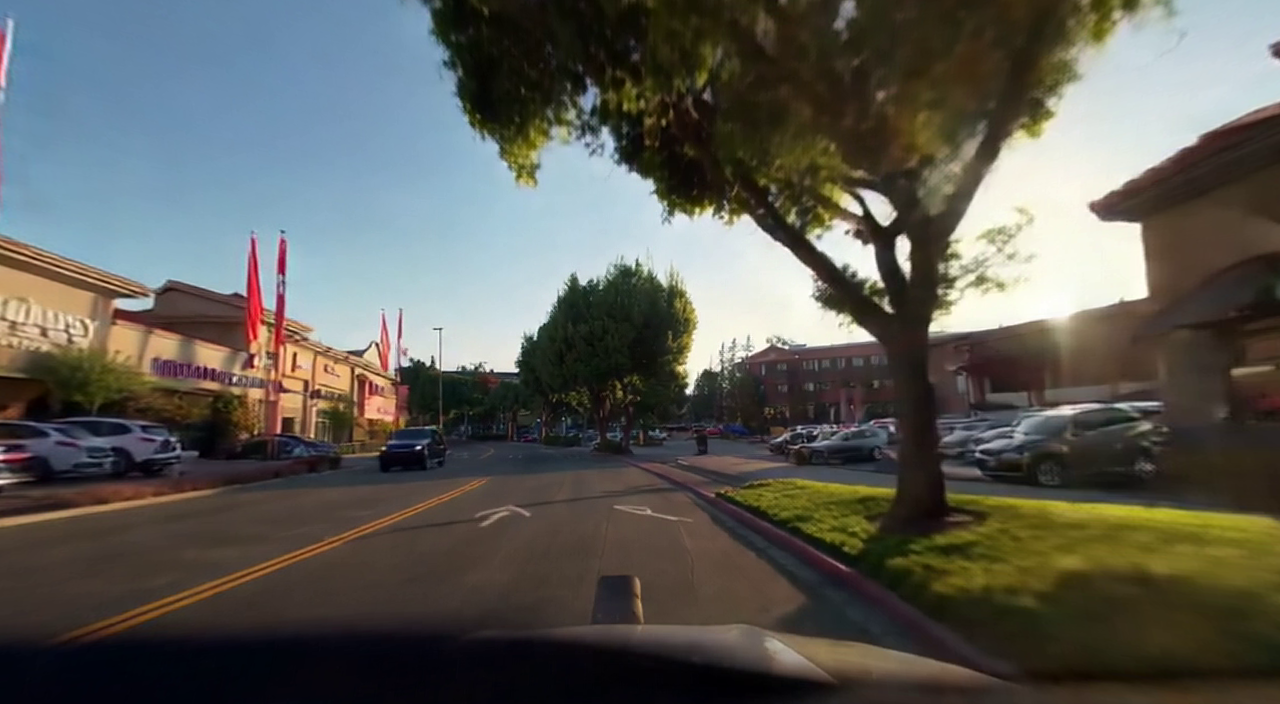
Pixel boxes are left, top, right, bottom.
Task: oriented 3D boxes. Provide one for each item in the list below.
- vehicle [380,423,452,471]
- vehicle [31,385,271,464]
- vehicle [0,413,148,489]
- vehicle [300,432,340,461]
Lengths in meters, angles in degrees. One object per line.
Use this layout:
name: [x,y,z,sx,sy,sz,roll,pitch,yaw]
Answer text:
vehicle: [-9.615,4.091,27.367,2.026,1.882,4.277,1,-8,-7]
vehicle: [-23.092,3.555,30.547,8.479,3.396,3.021,3,-8,-24]
vehicle: [-14.515,2.308,14.898,3.948,1.672,1.942,1,-8,-8]
vehicle: [-18.538,5.478,36.622,1.778,1.584,2.802,3,-8,-22]
